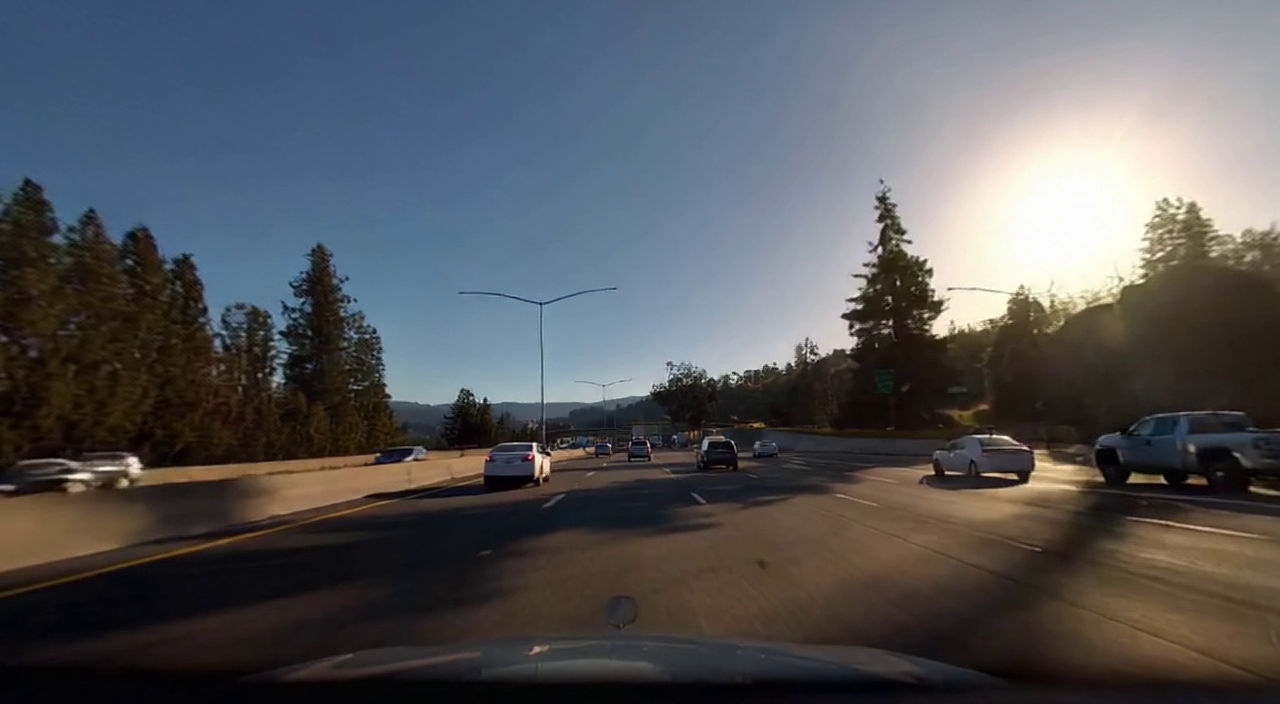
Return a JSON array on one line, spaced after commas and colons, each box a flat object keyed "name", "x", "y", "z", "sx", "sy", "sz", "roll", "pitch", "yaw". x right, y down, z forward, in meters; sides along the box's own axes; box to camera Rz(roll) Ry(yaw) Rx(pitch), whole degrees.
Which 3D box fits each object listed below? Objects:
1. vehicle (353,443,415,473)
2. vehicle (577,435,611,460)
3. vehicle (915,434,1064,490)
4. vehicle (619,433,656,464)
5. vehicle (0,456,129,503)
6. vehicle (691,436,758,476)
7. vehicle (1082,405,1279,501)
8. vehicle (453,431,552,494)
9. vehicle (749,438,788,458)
[{"name": "vehicle", "x": -13.066, "y": 5.426, "z": 32.438, "sx": 1.617, "sy": 1.421, "sz": 3.520, "roll": 0, "pitch": -8, "yaw": 1}, {"name": "vehicle", "x": -3.511, "y": 7.490, "z": 49.391, "sx": 2.294, "sy": 1.825, "sz": 4.932, "roll": 0, "pitch": -8, "yaw": 0}, {"name": "vehicle", "x": 9.593, "y": 3.034, "z": 17.761, "sx": 1.910, "sy": 1.384, "sz": 3.867, "roll": 0, "pitch": -8, "yaw": -1}, {"name": "vehicle", "x": -0.181, "y": 6.064, "z": 39.828, "sx": 2.192, "sy": 1.813, "sz": 4.864, "roll": 0, "pitch": -8, "yaw": 0}, {"name": "vehicle", "x": -22.842, "y": 4.872, "z": 24.565, "sx": 2.028, "sy": 1.520, "sz": 4.654, "roll": 0, "pitch": -8, "yaw": 0}, {"name": "vehicle", "x": 3.293, "y": 4.181, "z": 25.569, "sx": 2.007, "sy": 1.469, "sz": 4.337, "roll": 0, "pitch": -8, "yaw": -1}, {"name": "vehicle", "x": 12.912, "y": 2.255, "z": 14.373, "sx": 2.076, "sy": 1.799, "sz": 4.871, "roll": 0, "pitch": -8, "yaw": -1}, {"name": "vehicle", "x": -3.969, "y": 3.246, "z": 18.961, "sx": 1.992, "sy": 1.651, "sz": 4.185, "roll": 0, "pitch": -8, "yaw": 0}, {"name": "vehicle", "x": 9.841, "y": 7.369, "z": 48.604, "sx": 1.945, "sy": 1.461, "sz": 4.230, "roll": 0, "pitch": -8, "yaw": -2}]
